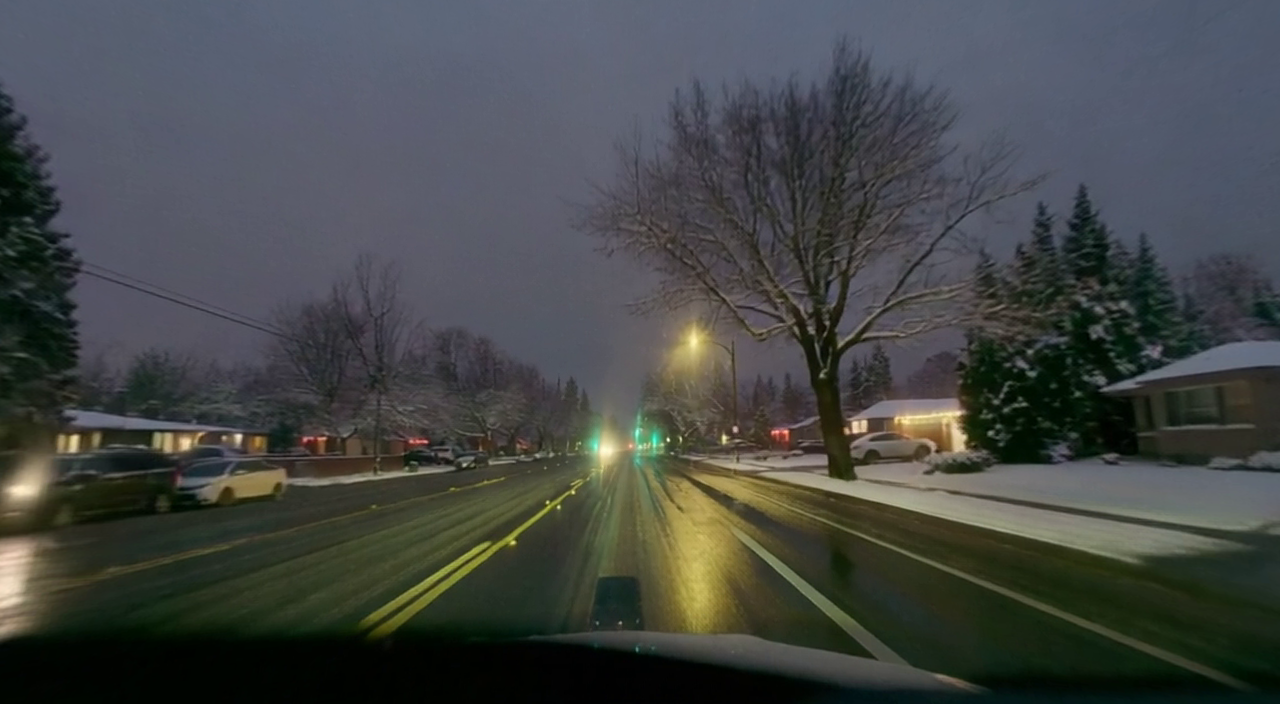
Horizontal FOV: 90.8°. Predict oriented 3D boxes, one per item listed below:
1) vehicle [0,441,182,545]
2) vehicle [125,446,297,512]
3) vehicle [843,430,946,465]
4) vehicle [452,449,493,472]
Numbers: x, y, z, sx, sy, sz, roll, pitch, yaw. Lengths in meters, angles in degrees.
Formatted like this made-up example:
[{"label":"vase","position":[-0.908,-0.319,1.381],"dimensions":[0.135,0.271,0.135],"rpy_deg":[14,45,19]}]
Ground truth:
[{"label":"vehicle","position":[-12.578,2.882,13.612],"dimensions":[2.003,1.804,4.554],"rpy_deg":[-1,-7,0]},{"label":"vehicle","position":[-12.639,3.718,19.081],"dimensions":[2.110,1.709,4.426],"rpy_deg":[0,-8,-1]},{"label":"vehicle","position":[13.602,5.141,33.999],"dimensions":[4.629,1.770,1.959],"rpy_deg":[0,-8,0]},{"label":"vehicle","position":[-12.768,8.277,48.439],"dimensions":[1.936,1.504,4.456],"rpy_deg":[-2,-7,0]}]
